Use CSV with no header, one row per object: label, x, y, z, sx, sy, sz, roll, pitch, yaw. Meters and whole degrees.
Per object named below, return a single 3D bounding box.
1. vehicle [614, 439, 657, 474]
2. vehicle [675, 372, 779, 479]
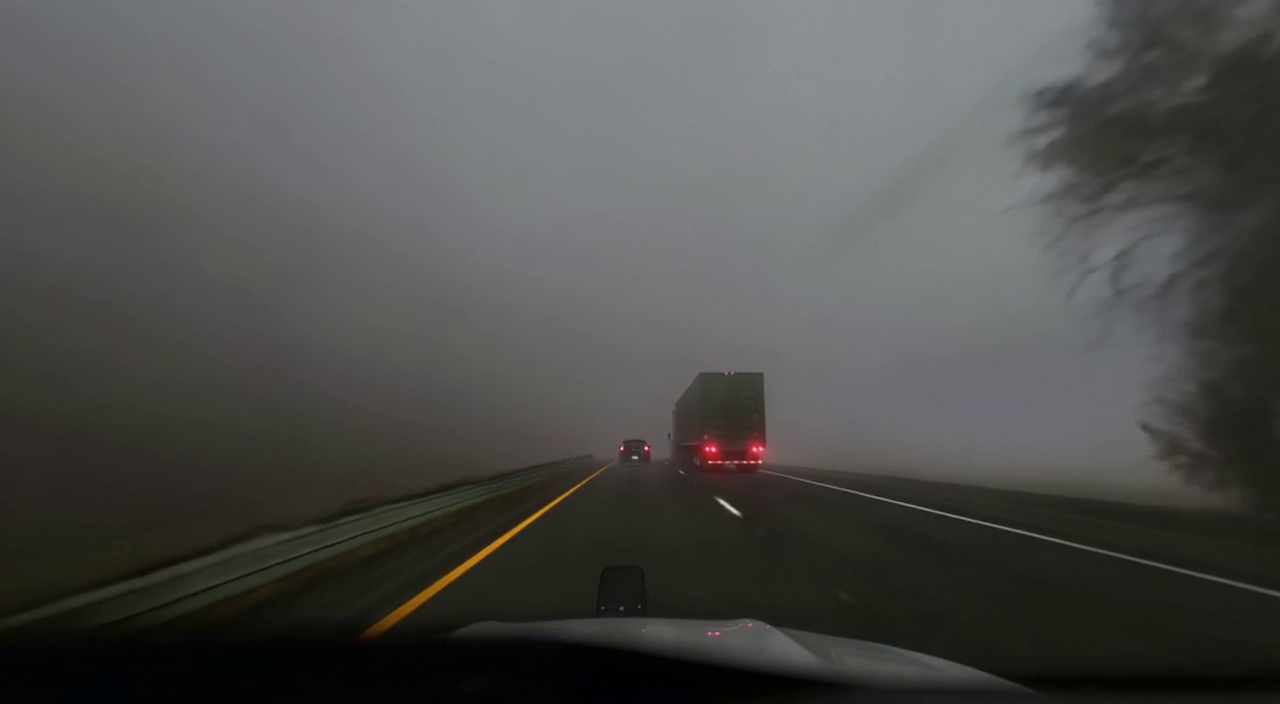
vehicle,-0.221,5.038,30.610,1.968,1.515,4.025,0,-8,0
vehicle,3.863,4.063,32.839,2.929,4.158,15.921,0,-9,-1
